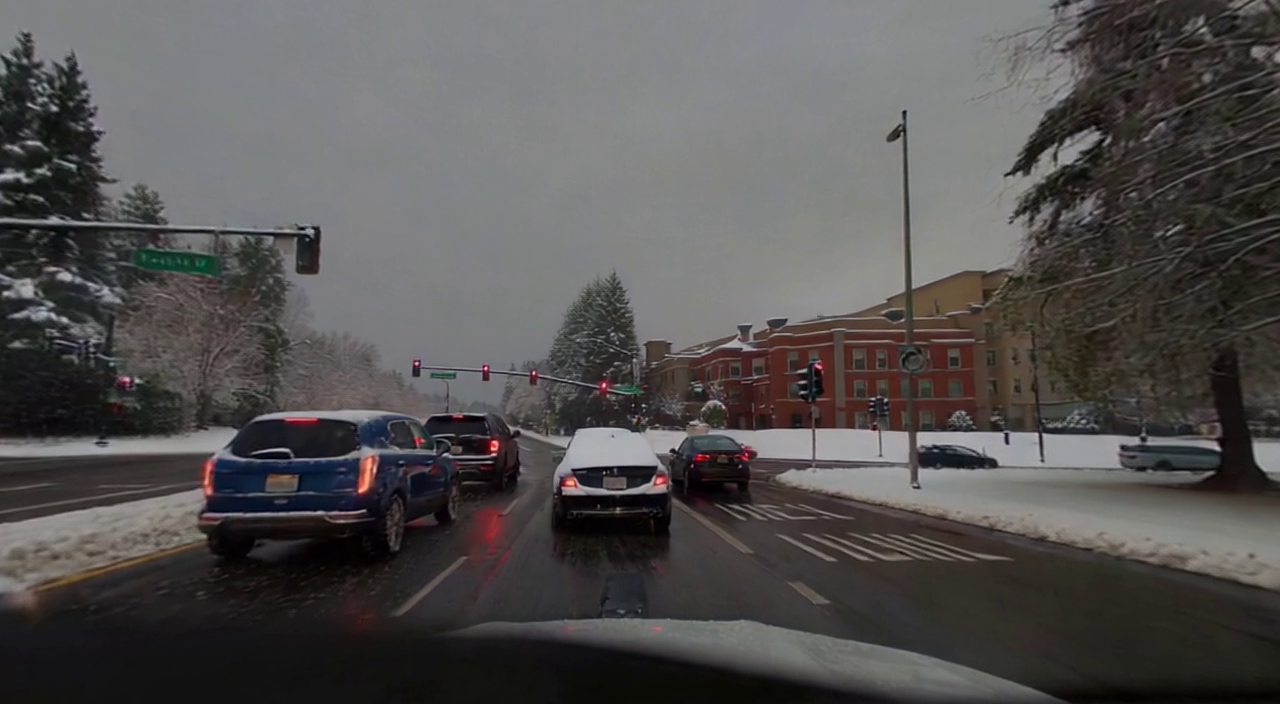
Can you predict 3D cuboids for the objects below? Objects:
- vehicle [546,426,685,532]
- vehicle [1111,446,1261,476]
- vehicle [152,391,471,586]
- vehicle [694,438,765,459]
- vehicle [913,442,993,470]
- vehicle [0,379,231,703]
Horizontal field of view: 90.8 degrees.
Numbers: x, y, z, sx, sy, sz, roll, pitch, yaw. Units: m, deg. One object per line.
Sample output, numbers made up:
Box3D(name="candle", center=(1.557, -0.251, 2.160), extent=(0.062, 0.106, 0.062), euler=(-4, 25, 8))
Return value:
Box3D(name="vehicle", center=(-0.562, 2.155, 11.362), extent=(2.001, 1.483, 4.442), euler=(1, -9, -6))
Box3D(name="vehicle", center=(38.016, 7.577, 44.170), extent=(7.585, 1.987, 3.158), euler=(0, -8, -1))
Box3D(name="vehicle", center=(-3.557, 1.550, 7.985), extent=(1.924, 1.737, 4.387), euler=(0, -9, -4))
Box3D(name="vehicle", center=(6.764, 7.321, 48.014), extent=(4.971, 1.482, 1.900), euler=(2, -9, -15))
Box3D(name="vehicle", center=(21.193, 7.055, 42.877), extent=(4.394, 1.802, 1.924), euler=(1, -9, -6))
Box3D(name="vehicle", center=(-3.098, 0.676, 0.868), extent=(2.105, 1.510, 4.643), euler=(0, -8, -3))
